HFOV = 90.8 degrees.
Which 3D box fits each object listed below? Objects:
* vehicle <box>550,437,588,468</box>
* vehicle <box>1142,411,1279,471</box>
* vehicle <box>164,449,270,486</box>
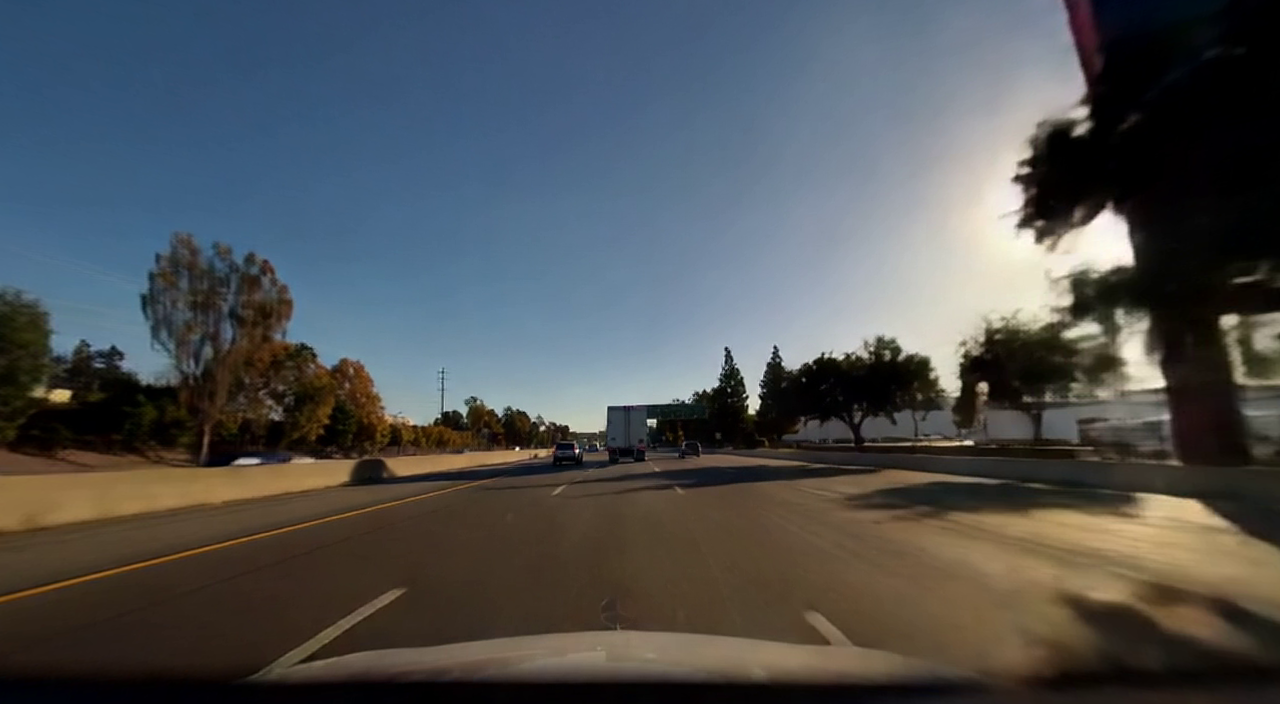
[{"bbox_3d":[-4.728,6.803,42.829,2.095,1.930,4.680,0,-8,0],"label":"vehicle"},{"bbox_3d":[29.101,4.573,32.466,2.277,2.699,7.384,-3,-9,15],"label":"vehicle"},{"bbox_3d":[-20.028,5.462,30.219,1.988,1.555,4.556,0,-8,-1],"label":"vehicle"}]
